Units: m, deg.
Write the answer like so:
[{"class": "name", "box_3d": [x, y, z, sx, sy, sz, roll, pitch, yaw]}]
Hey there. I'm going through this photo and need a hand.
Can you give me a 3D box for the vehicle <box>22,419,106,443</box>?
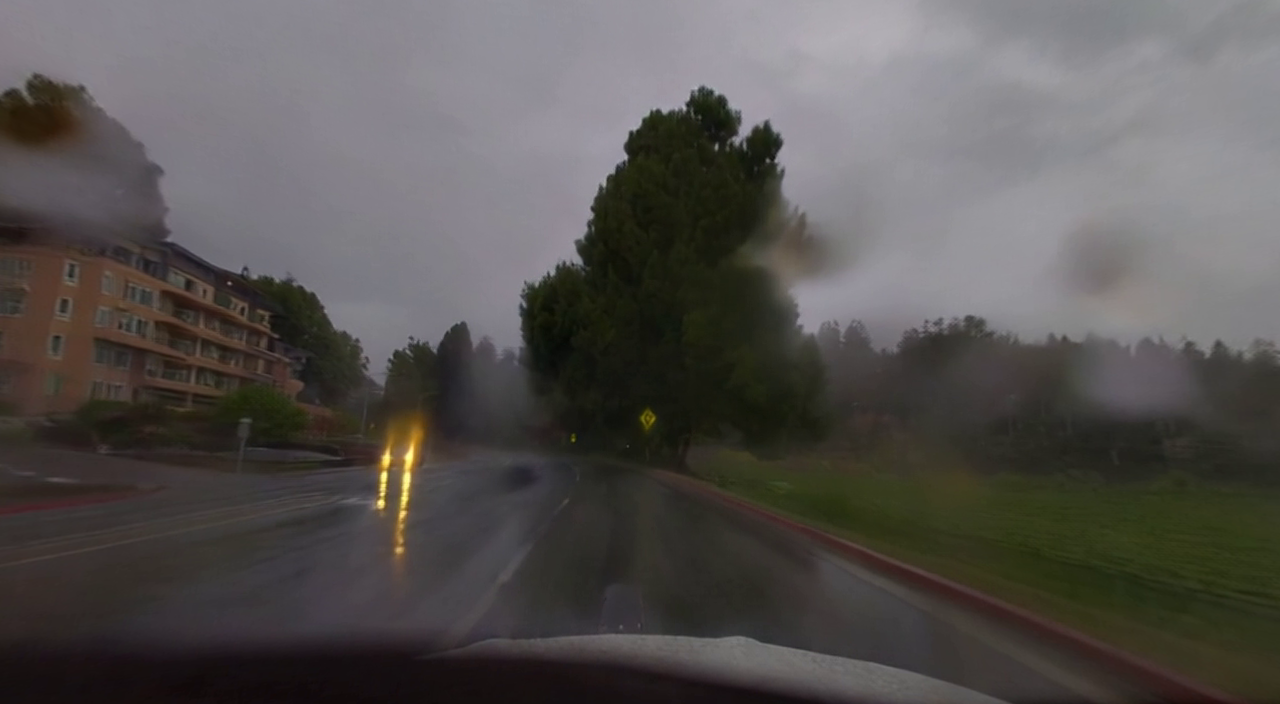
[{"class": "vehicle", "box_3d": [-44.368, 6.097, 48.694, 5.006, 1.561, 1.894, 0, -15, 10]}]
